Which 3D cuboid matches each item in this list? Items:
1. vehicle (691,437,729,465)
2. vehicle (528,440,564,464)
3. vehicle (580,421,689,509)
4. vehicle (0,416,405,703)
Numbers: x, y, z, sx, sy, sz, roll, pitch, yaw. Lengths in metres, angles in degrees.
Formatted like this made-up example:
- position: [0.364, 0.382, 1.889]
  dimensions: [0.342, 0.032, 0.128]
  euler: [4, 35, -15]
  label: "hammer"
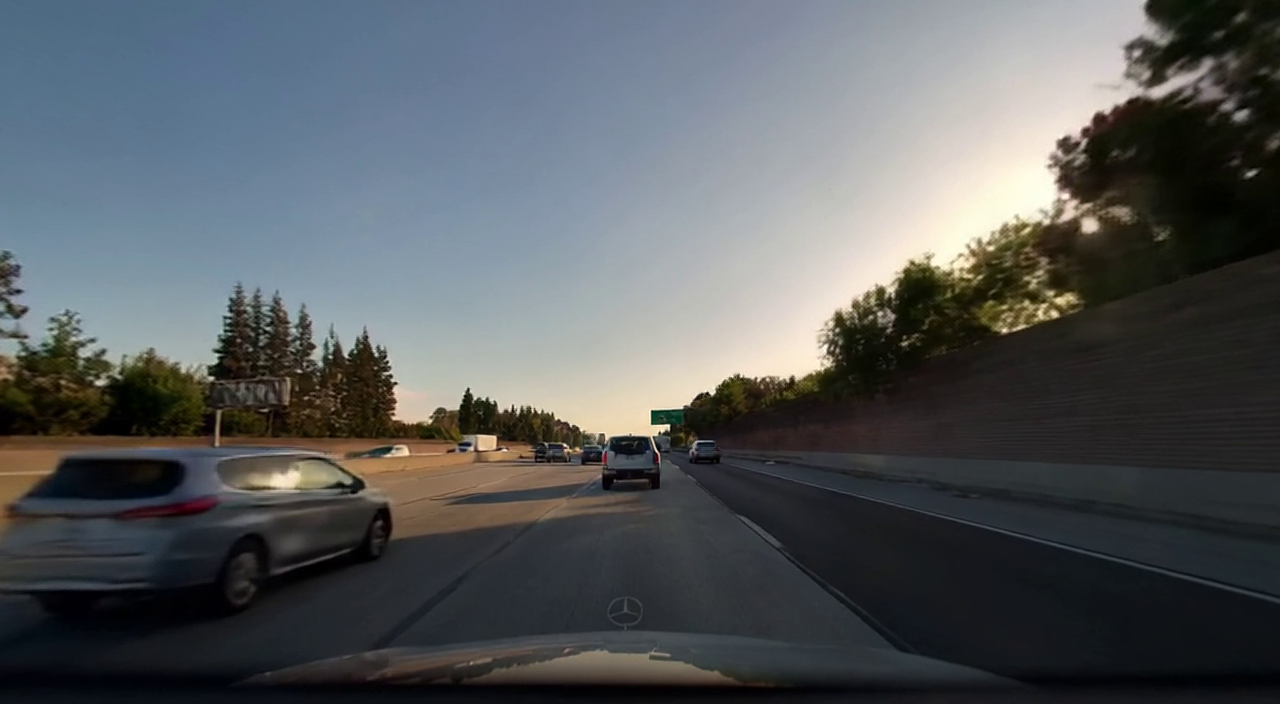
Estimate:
- position: [4.784, 6.845, 43.791]
  dimensions: [2.017, 1.847, 4.299]
  euler: [0, -9, -1]
  label: "vehicle"
- position: [-7.046, 7.557, 47.628]
  dimensions: [2.024, 1.706, 4.249]
  euler: [0, -9, 1]
  label: "vehicle"
- position: [-0.103, 2.667, 15.246]
  dimensions: [2.233, 1.804, 4.273]
  euler: [0, -9, 0]
  label: "vehicle"
- position: [-3.755, 1.359, 5.210]
  dimensions: [1.967, 1.442, 4.143]
  euler: [0, -9, 1]
  label: "vehicle"
